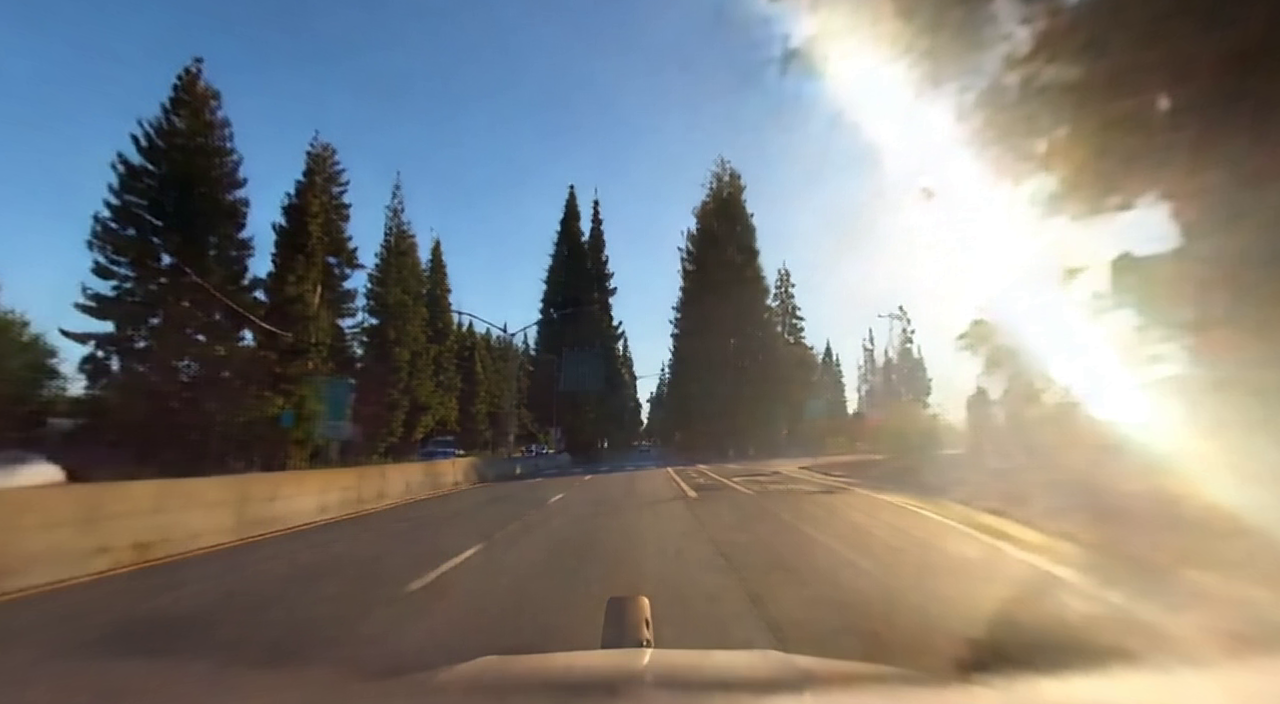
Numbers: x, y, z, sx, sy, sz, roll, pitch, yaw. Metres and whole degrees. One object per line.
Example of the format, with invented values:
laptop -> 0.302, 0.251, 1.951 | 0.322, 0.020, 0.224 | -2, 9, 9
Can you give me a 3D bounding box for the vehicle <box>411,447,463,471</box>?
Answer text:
vehicle -> -13.511, 7.129, 42.232 | 1.883, 1.484, 4.464 | 0, -8, 1
